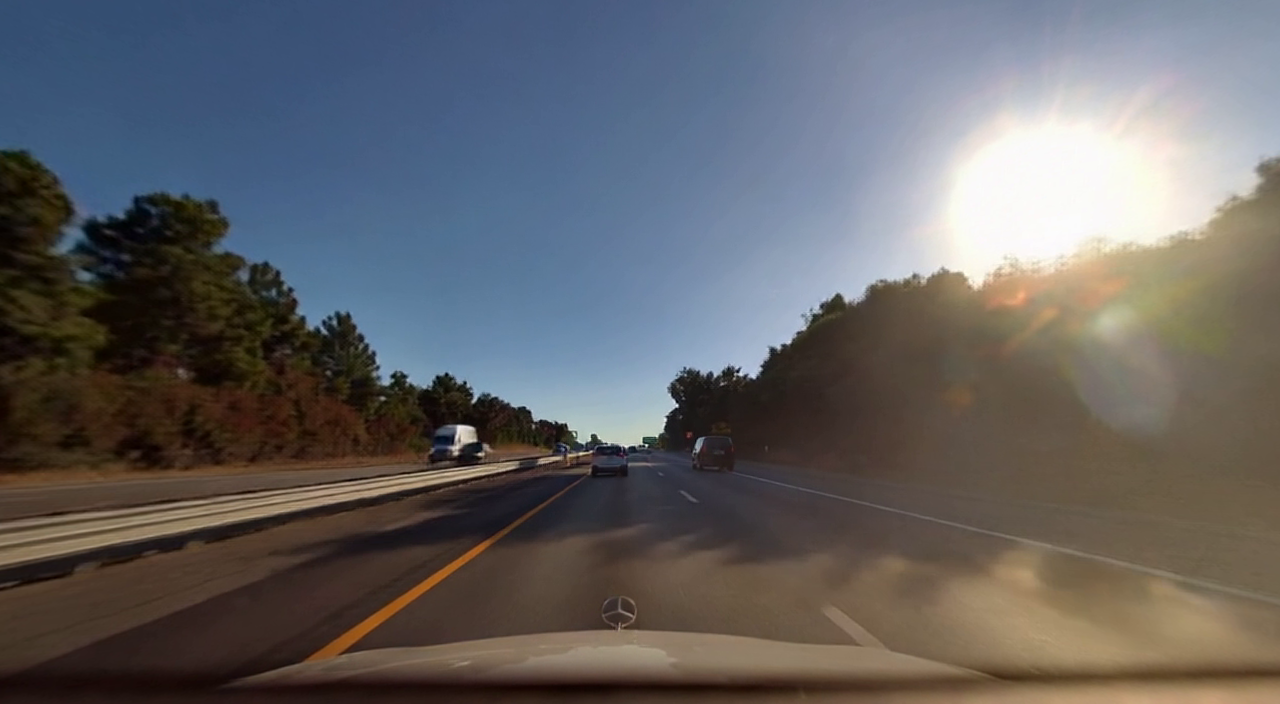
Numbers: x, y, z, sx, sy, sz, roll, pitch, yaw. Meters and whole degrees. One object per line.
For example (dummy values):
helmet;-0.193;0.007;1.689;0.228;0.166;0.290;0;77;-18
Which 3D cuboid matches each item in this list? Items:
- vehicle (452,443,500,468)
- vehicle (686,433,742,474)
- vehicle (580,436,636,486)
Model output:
vehicle;-10.609;6.737;40.934;1.932;1.530;4.684;0;-9;-1
vehicle;3.723;5.210;32.244;2.179;1.930;4.538;0;-9;-2
vehicle;-1.147;4.122;24.015;1.963;1.711;4.284;0;-9;-1
